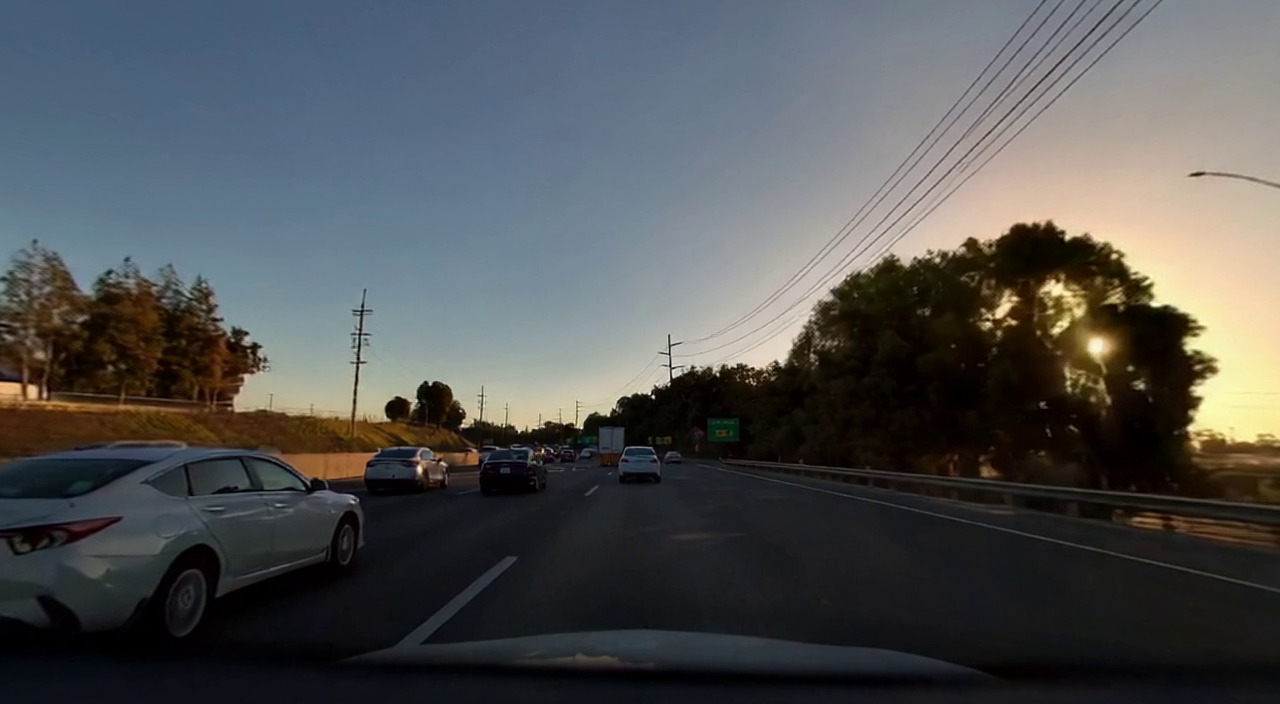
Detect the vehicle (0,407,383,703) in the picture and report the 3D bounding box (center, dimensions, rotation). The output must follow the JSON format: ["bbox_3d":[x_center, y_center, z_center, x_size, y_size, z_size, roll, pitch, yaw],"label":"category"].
[{"bbox_3d":[-3.684,1.255,4.419,1.883,1.500,4.373,0,-9,0],"label":"vehicle"}]

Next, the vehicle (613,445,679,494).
[{"bbox_3d":[0.179,3.933,21.478,2.018,1.470,4.491,0,-9,0],"label":"vehicle"}]

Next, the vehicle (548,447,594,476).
[{"bbox_3d":[-3.608,5.789,33.528,2.013,1.437,3.801,0,-9,0],"label":"vehicle"}]

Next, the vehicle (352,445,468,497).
[{"bbox_3d":[-7.116,3.719,20.096,1.867,1.445,4.499,0,-9,2],"label":"vehicle"}]

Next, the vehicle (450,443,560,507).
[{"bbox_3d":[-3.358,3.137,16.559,1.912,1.464,4.115,0,-9,1],"label":"vehicle"}]
